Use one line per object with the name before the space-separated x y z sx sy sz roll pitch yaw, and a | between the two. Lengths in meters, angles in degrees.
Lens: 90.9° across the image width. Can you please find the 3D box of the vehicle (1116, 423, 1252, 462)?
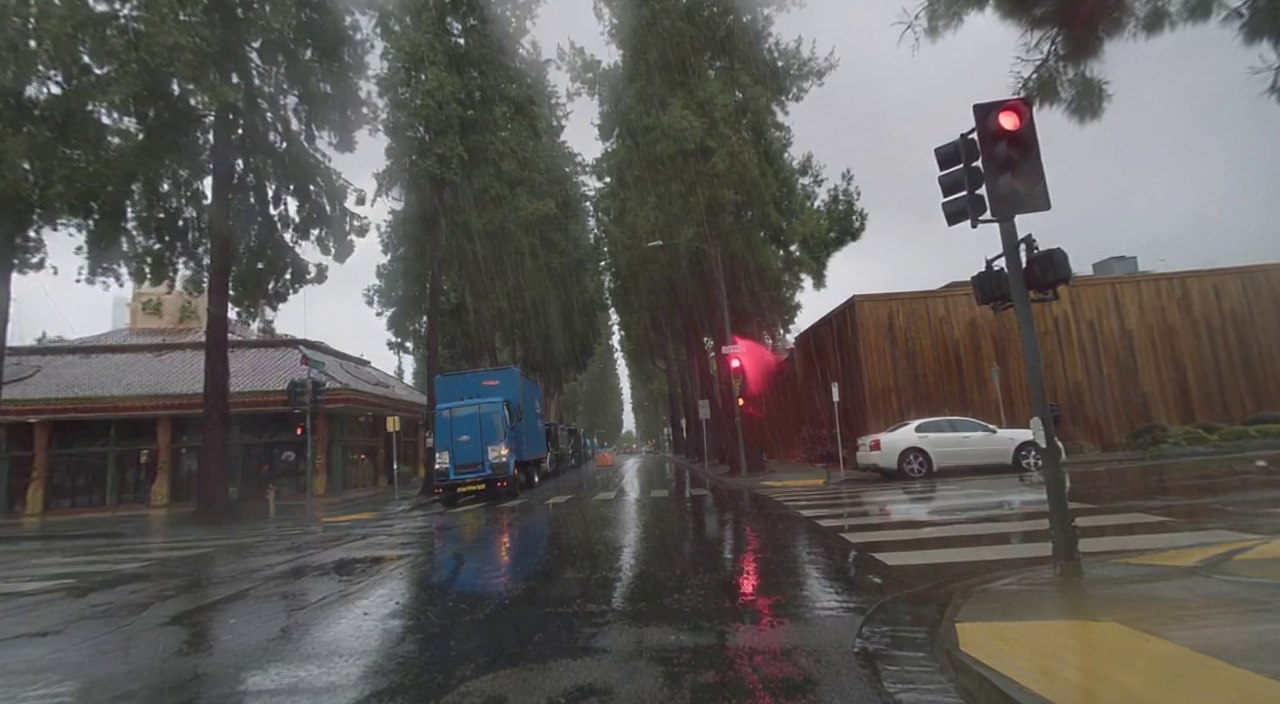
vehicle | 24.938 4.168 29.031 4.268 1.695 2.053 0 -8 3

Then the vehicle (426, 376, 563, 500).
vehicle | -5.744 3.726 27.165 3.113 4.041 10.284 -6 -8 0

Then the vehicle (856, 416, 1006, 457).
vehicle | 10.677 3.142 23.430 4.643 1.456 1.820 -1 -8 5
